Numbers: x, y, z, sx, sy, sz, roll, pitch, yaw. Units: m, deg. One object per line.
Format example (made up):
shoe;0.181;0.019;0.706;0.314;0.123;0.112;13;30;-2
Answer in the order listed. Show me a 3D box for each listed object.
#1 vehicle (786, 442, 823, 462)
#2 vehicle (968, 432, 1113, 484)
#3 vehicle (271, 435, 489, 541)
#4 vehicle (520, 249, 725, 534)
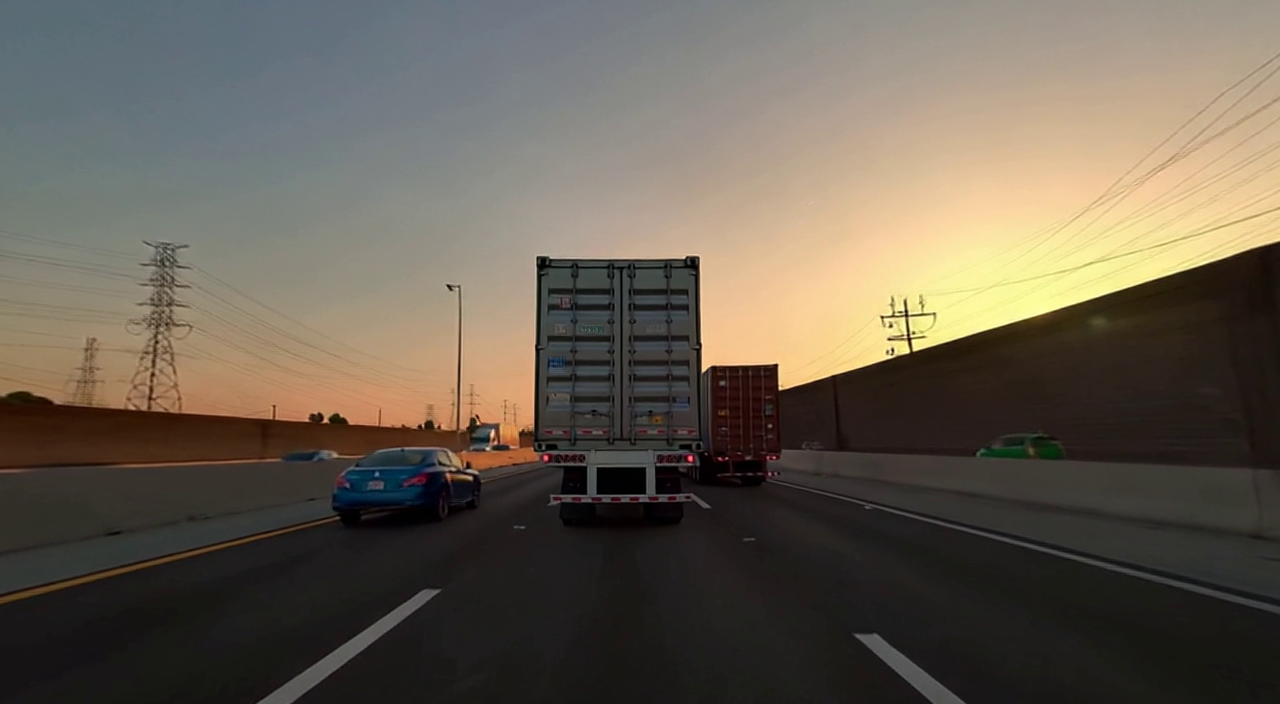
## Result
vehicle;12.729;7.722;49.033;1.766;1.452;3.703;0;-9;-1
vehicle;13.405;3.579;21.598;2.020;1.546;4.336;0;-8;-1
vehicle;-4.265;2.284;11.363;1.993;1.475;4.540;0;-8;0
vehicle;-0.293;1.388;15.037;2.841;4.071;12.046;0;-8;0
